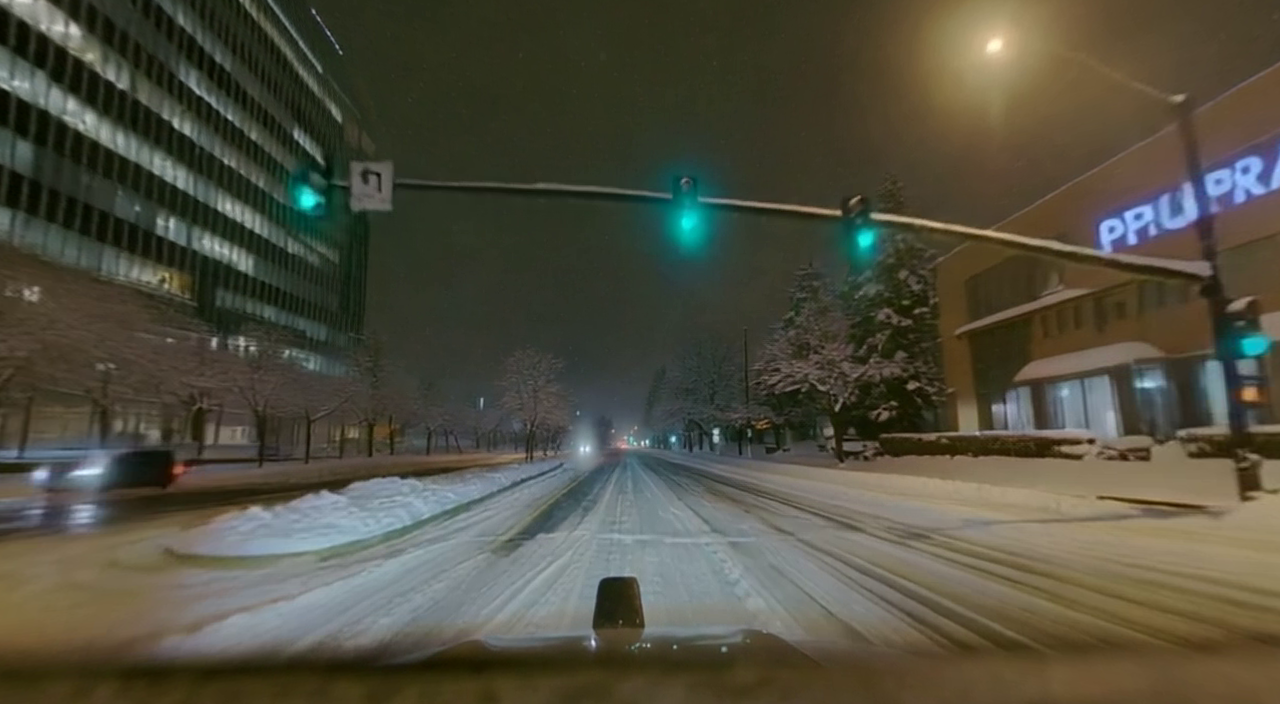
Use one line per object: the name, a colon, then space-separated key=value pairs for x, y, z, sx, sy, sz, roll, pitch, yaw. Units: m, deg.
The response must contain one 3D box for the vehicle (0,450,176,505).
vehicle: x=-16.552 y=3.680 z=18.964 sx=1.924 sy=1.434 sz=4.456 roll=0 pitch=-9 yaw=-1
